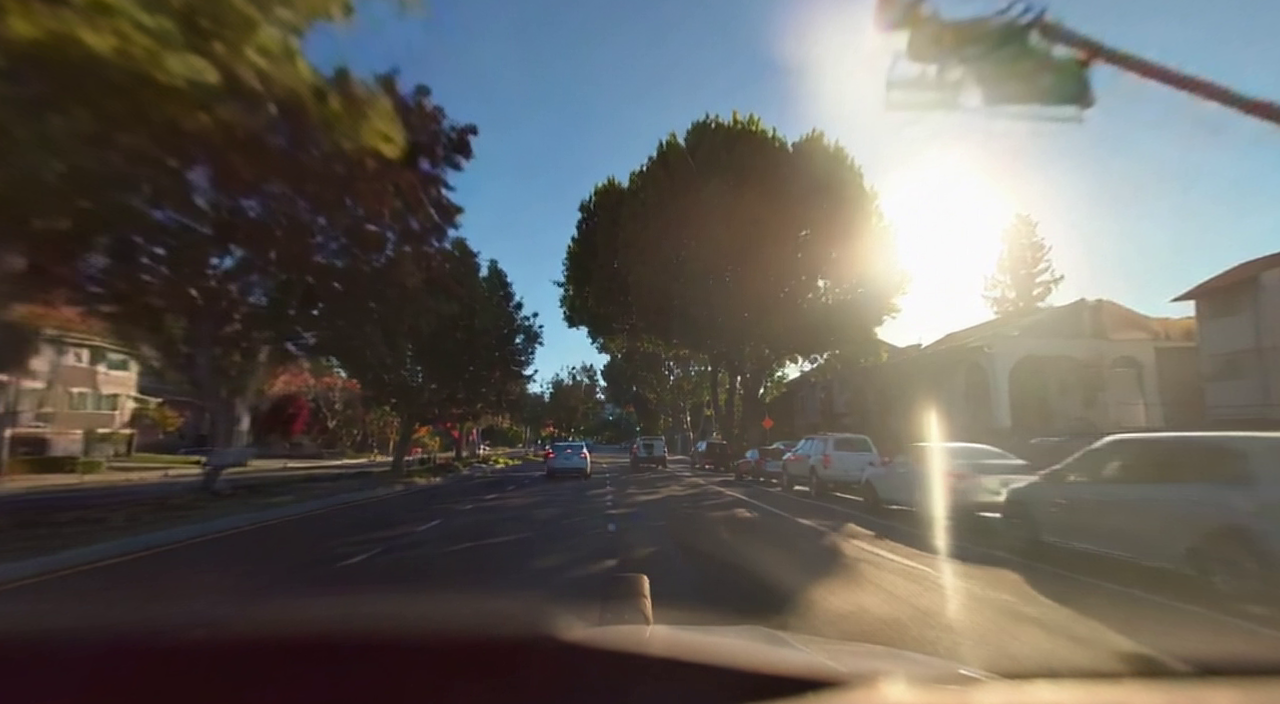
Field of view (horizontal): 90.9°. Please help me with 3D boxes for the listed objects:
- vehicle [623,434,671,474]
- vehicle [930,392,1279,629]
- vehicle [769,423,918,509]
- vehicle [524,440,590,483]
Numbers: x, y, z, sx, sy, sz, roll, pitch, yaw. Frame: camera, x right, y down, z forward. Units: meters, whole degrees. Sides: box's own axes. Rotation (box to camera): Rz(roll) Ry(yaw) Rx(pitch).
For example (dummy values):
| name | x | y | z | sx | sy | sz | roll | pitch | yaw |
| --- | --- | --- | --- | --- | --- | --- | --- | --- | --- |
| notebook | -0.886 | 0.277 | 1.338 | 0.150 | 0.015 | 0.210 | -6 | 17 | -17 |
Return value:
| name | x | y | z | sx | sy | sz | roll | pitch | yaw |
| --- | --- | --- | --- | --- | --- | --- | --- | --- | --- |
| vehicle | 0.257 | 4.949 | 30.817 | 2.073 | 1.822 | 4.276 | 0 | -8 | -3 |
| vehicle | 5.814 | 1.598 | 7.046 | 2.184 | 1.786 | 5.497 | 2 | -9 | -4 |
| vehicle | 5.163 | 2.961 | 16.884 | 2.177 | 1.966 | 4.707 | 0 | -8 | -3 |
| vehicle | -3.023 | 4.056 | 23.685 | 2.140 | 1.474 | 4.026 | 0 | -8 | -3 |
